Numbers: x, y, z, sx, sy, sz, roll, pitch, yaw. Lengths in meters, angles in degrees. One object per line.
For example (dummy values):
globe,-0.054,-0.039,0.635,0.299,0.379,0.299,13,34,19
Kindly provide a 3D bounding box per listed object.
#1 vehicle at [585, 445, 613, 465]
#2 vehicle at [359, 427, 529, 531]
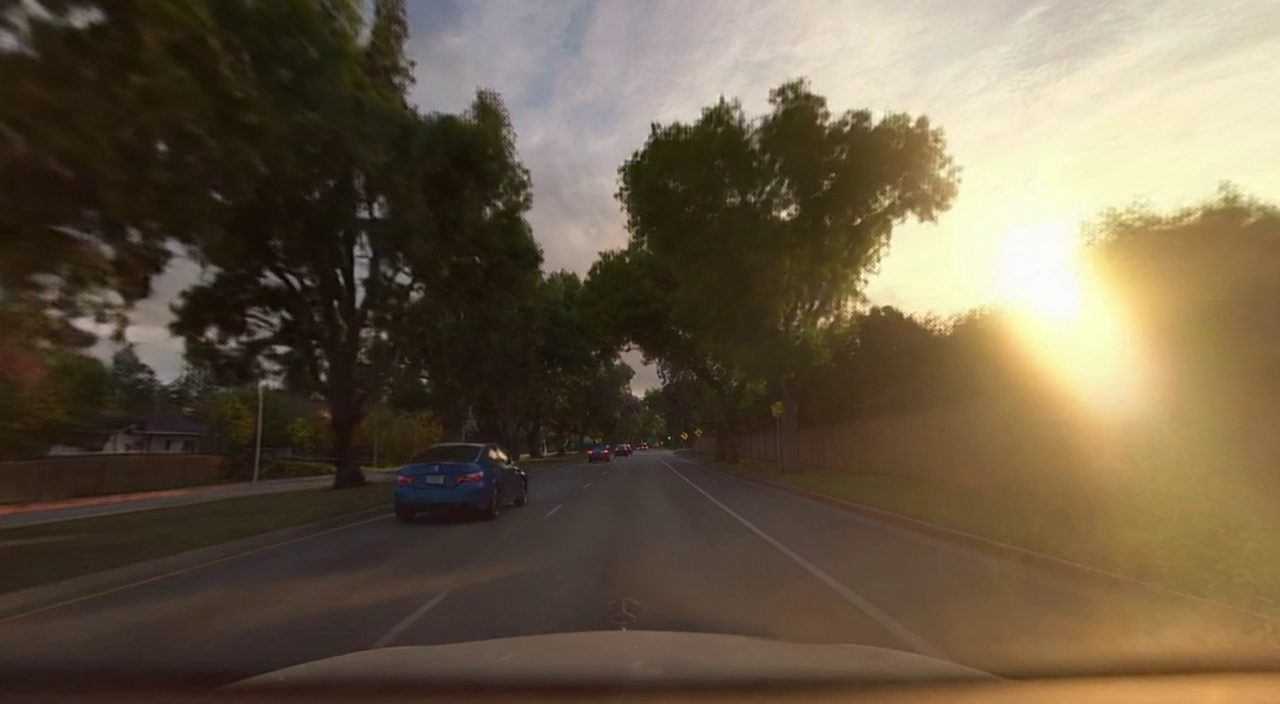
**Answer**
vehicle,-3.082,7.850,48.255,1.870,1.431,4.317,0,-9,1
vehicle,-3.536,2.375,12.443,1.919,1.650,4.546,0,-9,0
